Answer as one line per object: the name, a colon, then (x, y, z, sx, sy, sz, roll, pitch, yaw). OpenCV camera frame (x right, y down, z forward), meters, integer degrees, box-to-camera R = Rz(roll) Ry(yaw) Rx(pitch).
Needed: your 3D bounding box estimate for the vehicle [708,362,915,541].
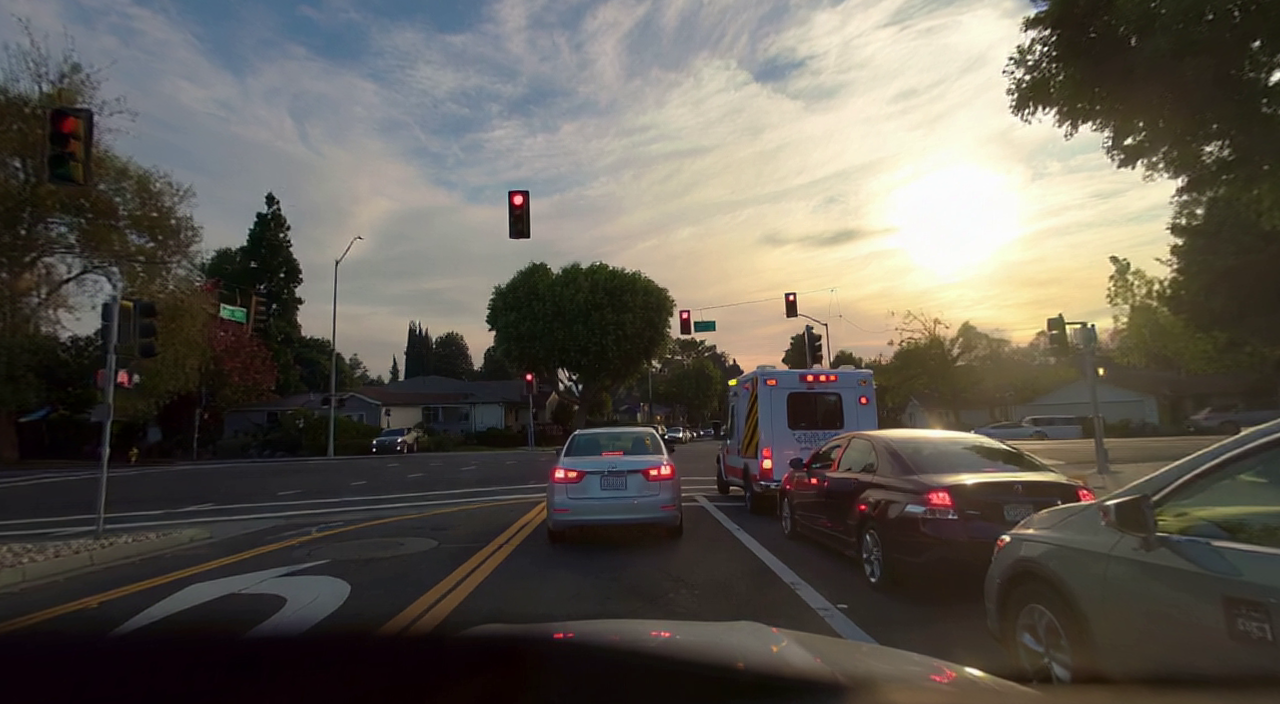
vehicle: (2.886, 1.892, 12.367, 2.406, 2.687, 5.521, 0, -8, -1)

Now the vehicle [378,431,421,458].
vehicle: (-17.742, 6.879, 46.861, 2.246, 1.880, 4.454, 1, -9, -12)

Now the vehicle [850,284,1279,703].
vehicle: (2.850, 0.895, 2.850, 2.194, 1.820, 4.652, 0, -8, 0)

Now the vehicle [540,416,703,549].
vehicle: (-0.281, 1.975, 10.183, 2.114, 1.707, 3.725, 0, -8, -1)
